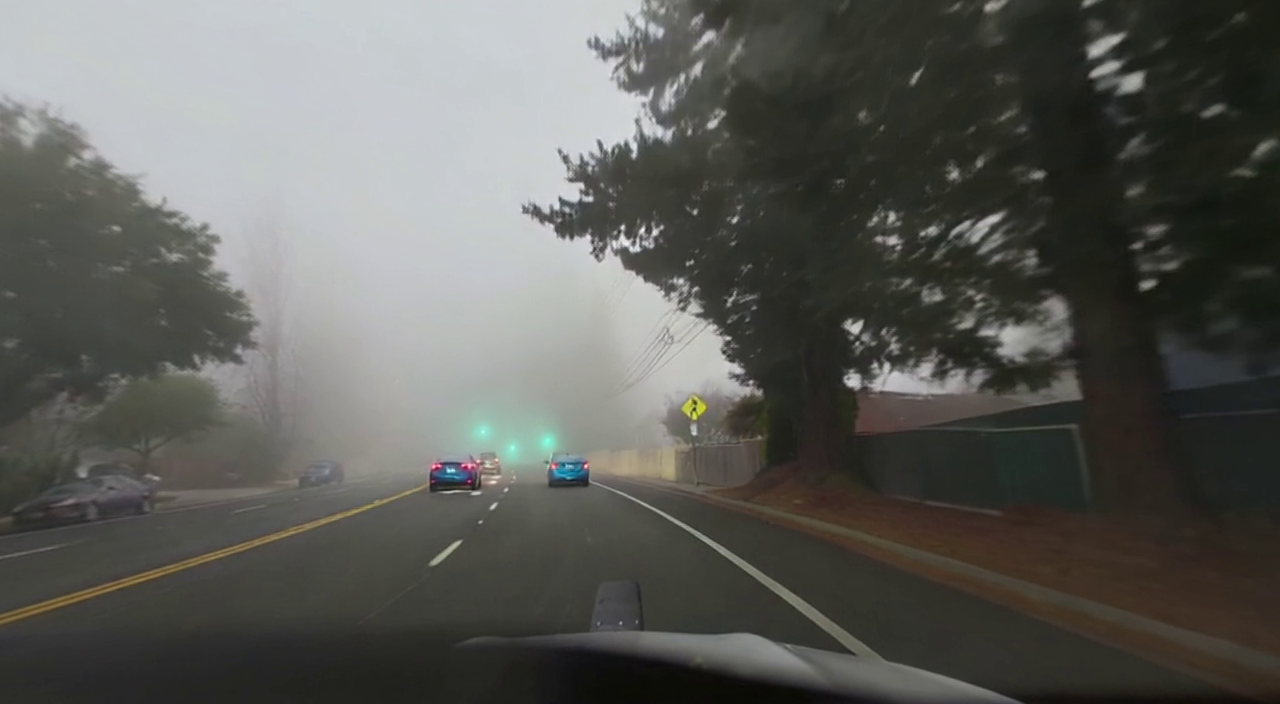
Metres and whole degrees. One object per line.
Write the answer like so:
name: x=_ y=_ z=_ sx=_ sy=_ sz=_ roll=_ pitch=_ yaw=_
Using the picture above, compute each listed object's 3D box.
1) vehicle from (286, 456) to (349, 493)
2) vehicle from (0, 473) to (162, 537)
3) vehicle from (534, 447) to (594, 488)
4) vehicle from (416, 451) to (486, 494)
vehicle: x=-20.832 y=7.897 z=41.068 sx=2.094 sy=2.000 sz=5.603 roll=2 pitch=-8 yaw=-11
vehicle: x=-16.548 y=4.385 z=18.600 sx=1.944 sy=1.458 sz=4.549 roll=1 pitch=-9 yaw=-9
vehicle: x=-3.207 y=4.706 z=26.012 sx=2.168 sy=1.504 sz=4.284 roll=2 pitch=-9 yaw=-10
vehicle: x=-7.015 y=4.482 z=23.899 sx=1.913 sy=1.425 sz=4.235 roll=1 pitch=-9 yaw=-8
